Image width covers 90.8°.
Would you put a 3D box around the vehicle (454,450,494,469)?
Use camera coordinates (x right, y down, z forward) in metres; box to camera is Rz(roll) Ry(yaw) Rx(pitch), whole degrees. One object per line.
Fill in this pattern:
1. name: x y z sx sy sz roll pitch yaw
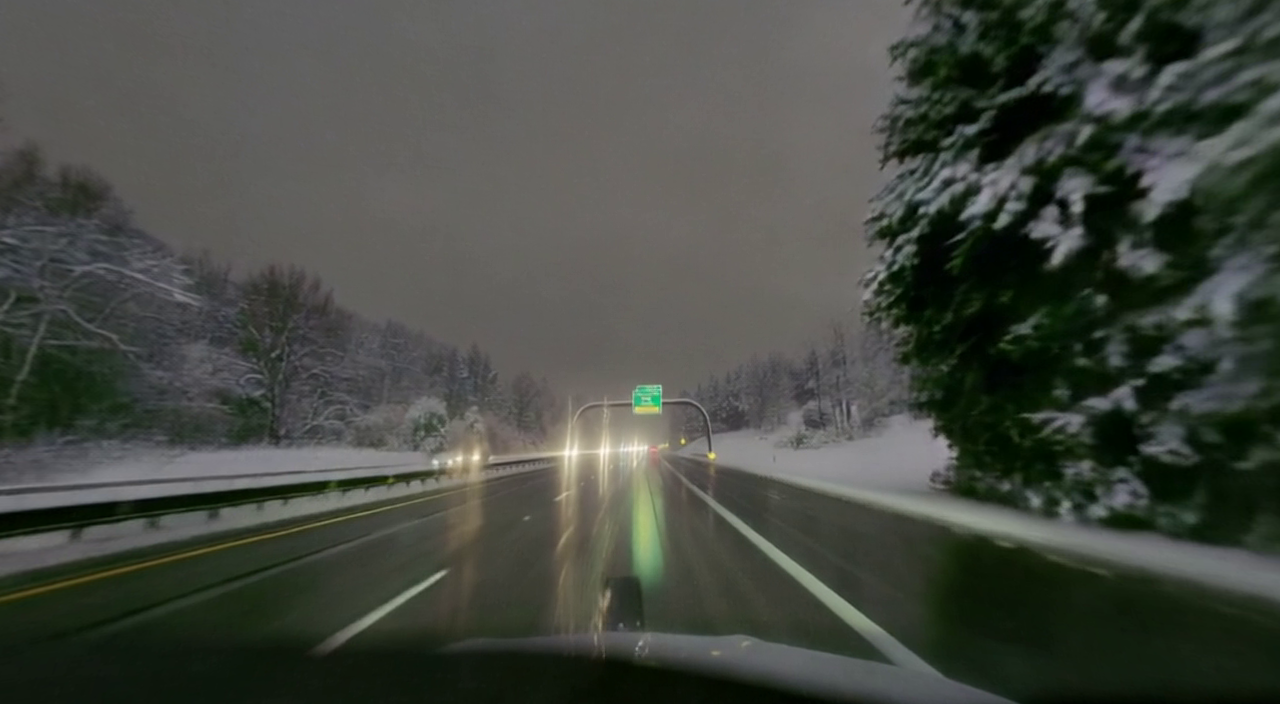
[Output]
1. vehicle: -13.051 8.464 49.846 1.866 1.474 4.402 -1 -9 2
